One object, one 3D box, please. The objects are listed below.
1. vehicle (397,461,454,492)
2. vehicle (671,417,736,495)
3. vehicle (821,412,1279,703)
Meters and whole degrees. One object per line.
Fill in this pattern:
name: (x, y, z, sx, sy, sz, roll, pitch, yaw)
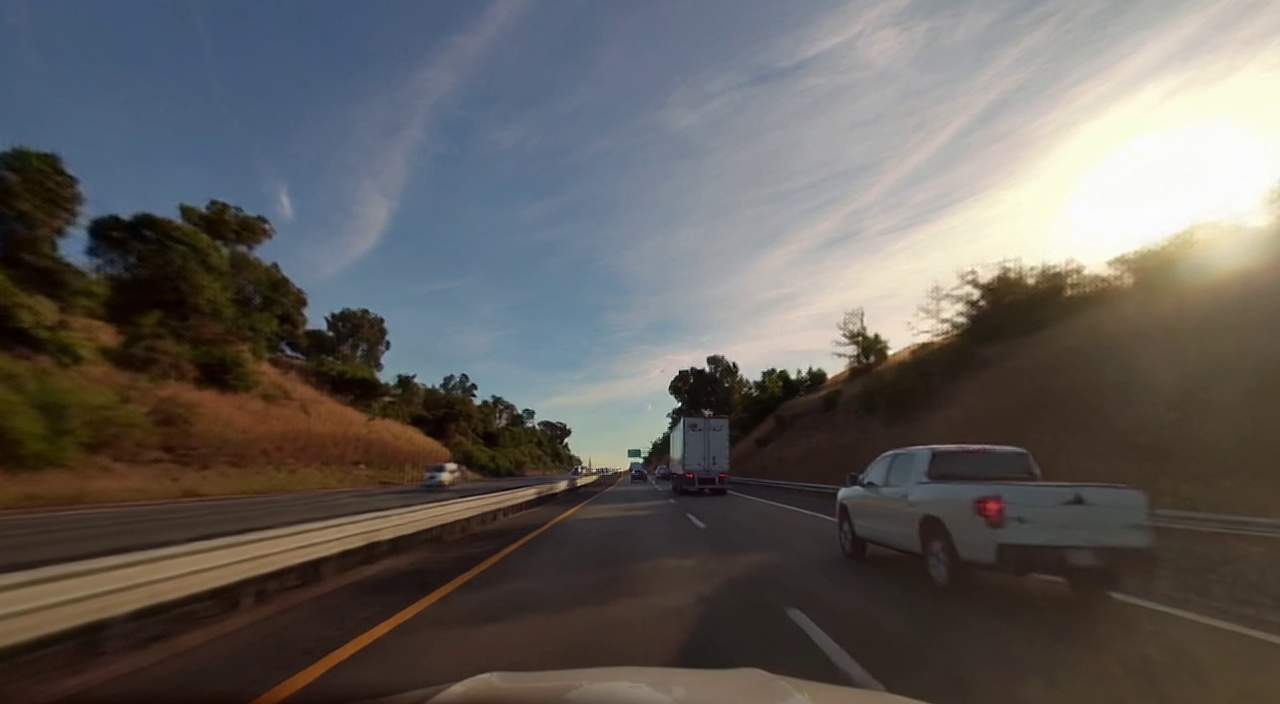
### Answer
vehicle: (-12.953, 7.539, 38.305, 1.912, 1.695, 4.292, 1, -10, 0)
vehicle: (3.751, 6.816, 40.727, 2.863, 4.088, 14.040, 1, -10, 1)
vehicle: (3.471, 1.614, 5.923, 2.124, 1.662, 4.641, 1, -10, -1)
